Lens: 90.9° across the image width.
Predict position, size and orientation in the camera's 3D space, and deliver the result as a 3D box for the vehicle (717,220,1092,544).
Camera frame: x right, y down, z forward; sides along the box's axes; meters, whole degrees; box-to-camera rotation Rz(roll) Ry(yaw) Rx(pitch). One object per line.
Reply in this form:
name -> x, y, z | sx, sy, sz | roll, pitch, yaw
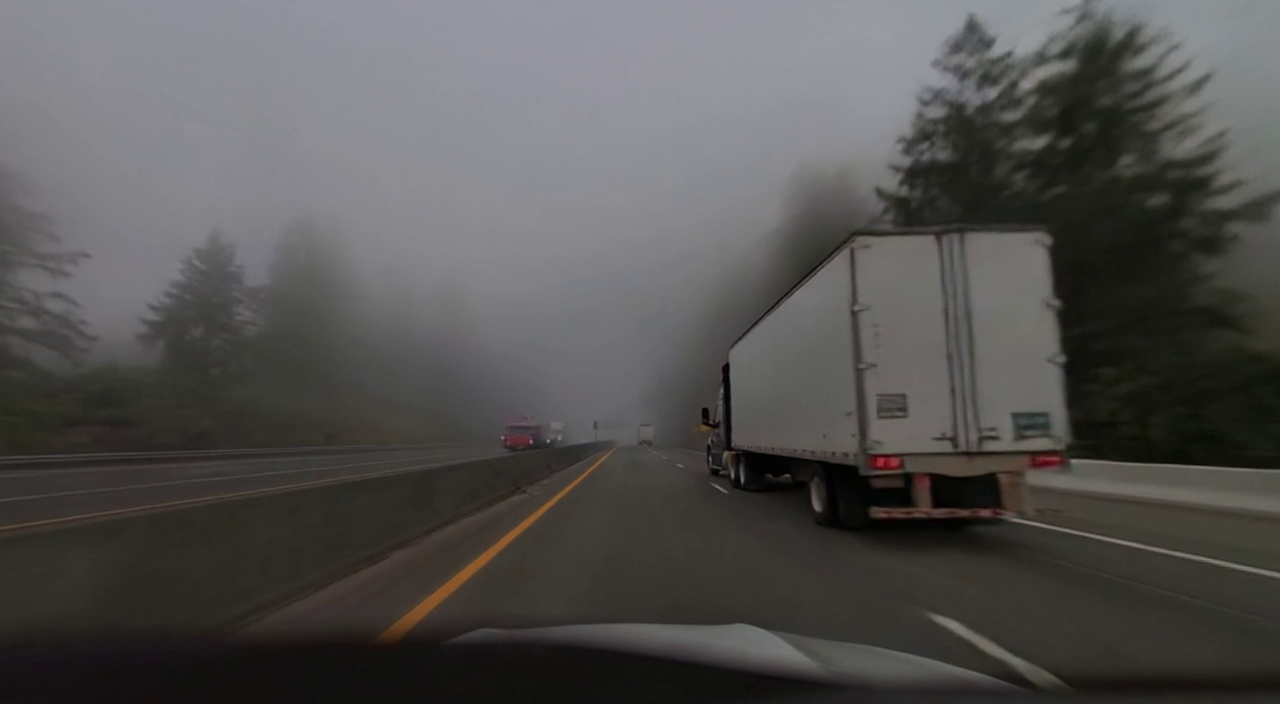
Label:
vehicle -> 3.840, 1.026, 13.121 | 2.911, 3.994, 10.840 | 0, -8, -1
